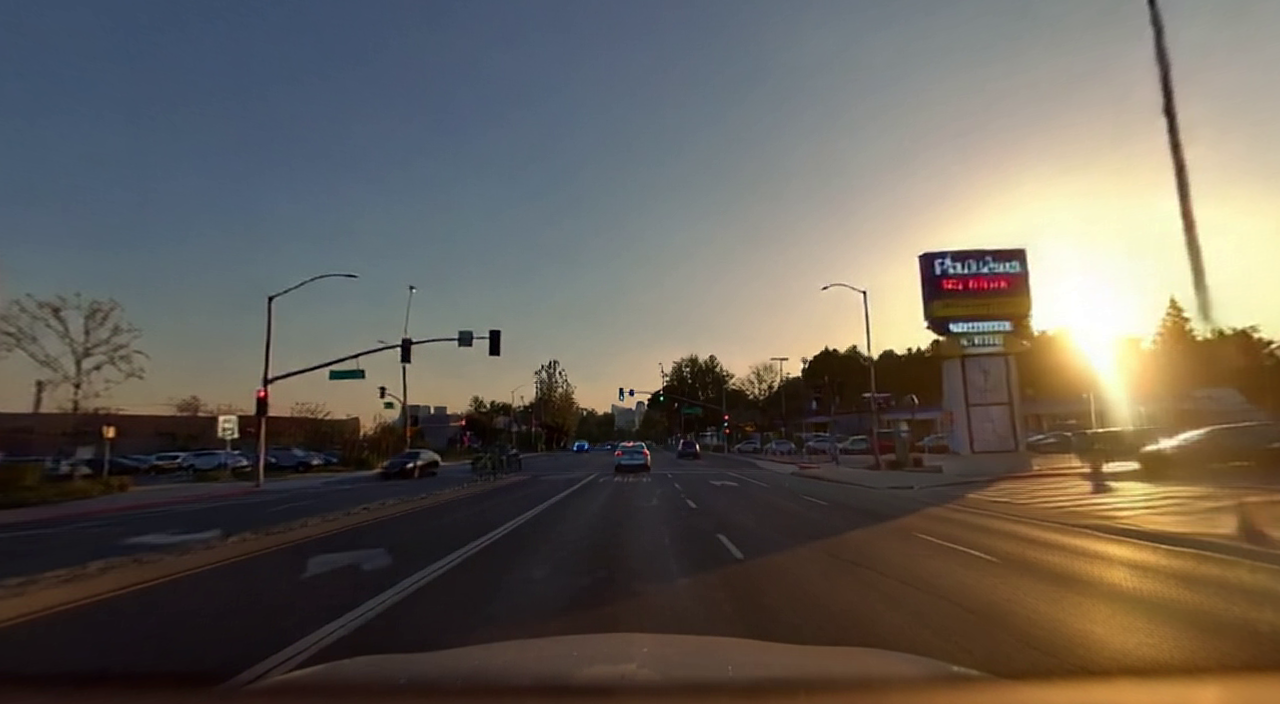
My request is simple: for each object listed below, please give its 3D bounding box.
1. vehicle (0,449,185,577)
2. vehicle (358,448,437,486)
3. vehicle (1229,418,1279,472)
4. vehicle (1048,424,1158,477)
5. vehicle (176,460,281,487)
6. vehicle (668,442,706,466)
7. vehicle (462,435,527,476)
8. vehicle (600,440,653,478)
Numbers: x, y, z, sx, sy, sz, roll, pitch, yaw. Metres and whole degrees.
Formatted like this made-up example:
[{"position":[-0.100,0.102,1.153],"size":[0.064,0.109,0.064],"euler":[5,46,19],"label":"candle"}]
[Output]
[{"position":[-8.493,2.025,8.244],"size":[1.894,1.486,4.359],"euler":[0,-9,0],"label":"vehicle"},{"position":[-11.784,5.602,31.153],"size":[2.039,1.630,4.878],"euler":[1,-8,-2],"label":"vehicle"},{"position":[20.475,2.915,20.262],"size":[2.012,1.556,4.432],"euler":[-10,-11,44],"label":"vehicle"},{"position":[14.792,3.119,20.104],"size":[1.985,1.479,4.580],"euler":[-9,-12,44],"label":"vehicle"},{"position":[-23.963,7.073,36.936],"size":[4.788,1.464,1.927],"euler":[-1,-9,2],"label":"vehicle"},{"position":[3.062,6.793,42.066],"size":[2.060,1.471,4.168],"euler":[0,-9,-2],"label":"vehicle"},{"position":[-8.606,6.181,38.095],"size":[2.440,2.225,6.346],"euler":[0,-9,0],"label":"vehicle"},{"position":[-0.586,4.748,28.214],"size":[2.160,1.508,4.319],"euler":[0,-9,-1],"label":"vehicle"}]
